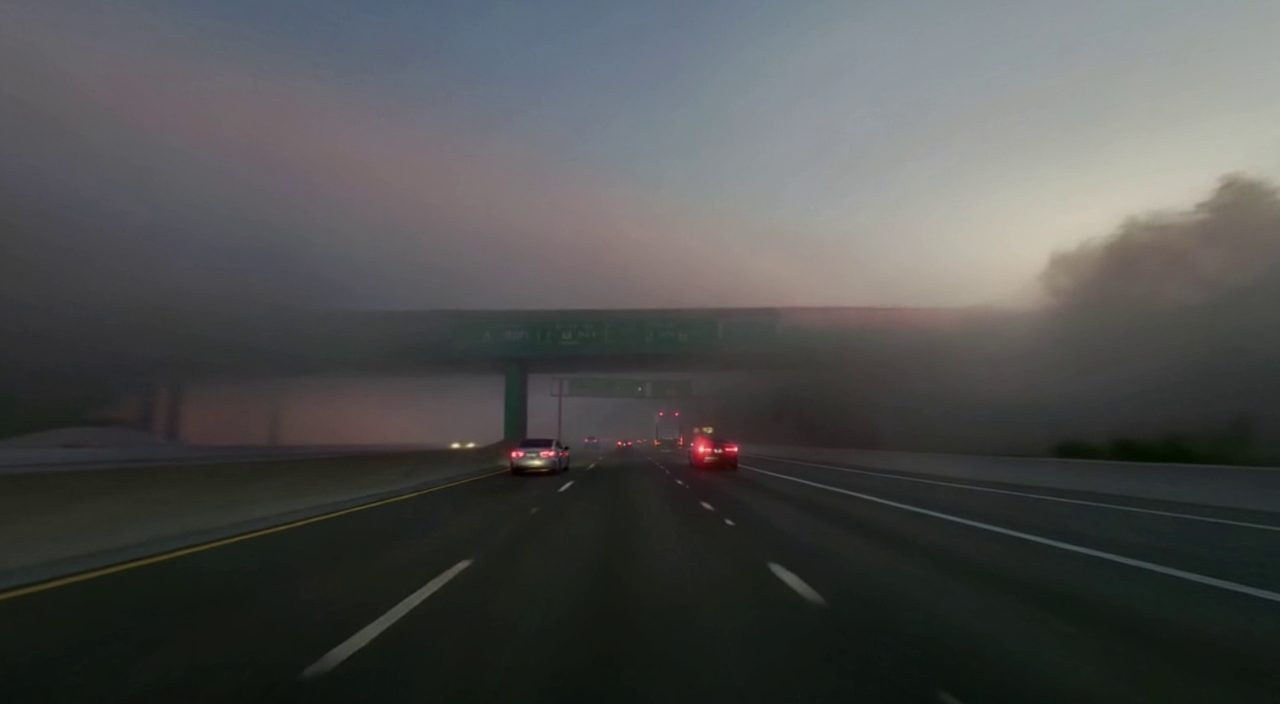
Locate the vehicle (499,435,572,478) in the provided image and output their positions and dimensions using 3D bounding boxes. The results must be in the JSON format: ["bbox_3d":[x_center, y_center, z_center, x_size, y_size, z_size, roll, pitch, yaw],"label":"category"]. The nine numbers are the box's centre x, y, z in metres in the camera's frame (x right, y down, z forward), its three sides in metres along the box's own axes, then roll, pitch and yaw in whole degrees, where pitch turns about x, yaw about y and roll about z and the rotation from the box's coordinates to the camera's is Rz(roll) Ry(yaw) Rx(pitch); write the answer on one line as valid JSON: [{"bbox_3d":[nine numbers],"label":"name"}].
[{"bbox_3d":[-3.844,3.927,23.972,2.064,1.479,4.370,0,-8,0],"label":"vehicle"}]

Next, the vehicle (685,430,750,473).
[{"bbox_3d":[3.094,4.070,25.957,2.001,1.625,4.088,0,-8,-2],"label":"vehicle"}]
